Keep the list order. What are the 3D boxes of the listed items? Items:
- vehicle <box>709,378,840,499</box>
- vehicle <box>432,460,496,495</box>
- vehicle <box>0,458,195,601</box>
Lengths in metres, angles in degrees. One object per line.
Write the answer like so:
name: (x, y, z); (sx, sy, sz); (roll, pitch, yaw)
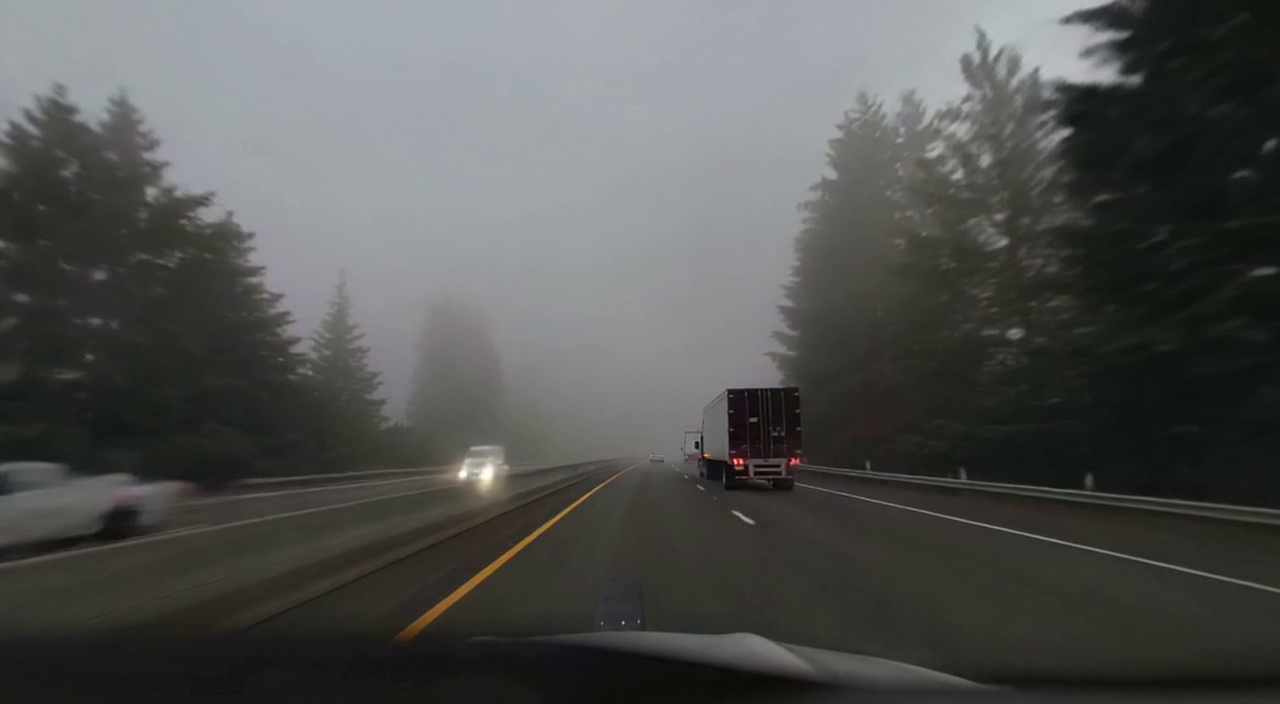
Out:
vehicle: (4.626, 3.460, 24.619); (2.866, 3.558, 11.674); (0, -9, 2)
vehicle: (-8.565, 6.110, 31.032); (1.923, 1.516, 4.159); (0, -9, 1)
vehicle: (-8.646, 2.320, 8.687); (2.086, 1.633, 3.917); (0, -9, 1)
